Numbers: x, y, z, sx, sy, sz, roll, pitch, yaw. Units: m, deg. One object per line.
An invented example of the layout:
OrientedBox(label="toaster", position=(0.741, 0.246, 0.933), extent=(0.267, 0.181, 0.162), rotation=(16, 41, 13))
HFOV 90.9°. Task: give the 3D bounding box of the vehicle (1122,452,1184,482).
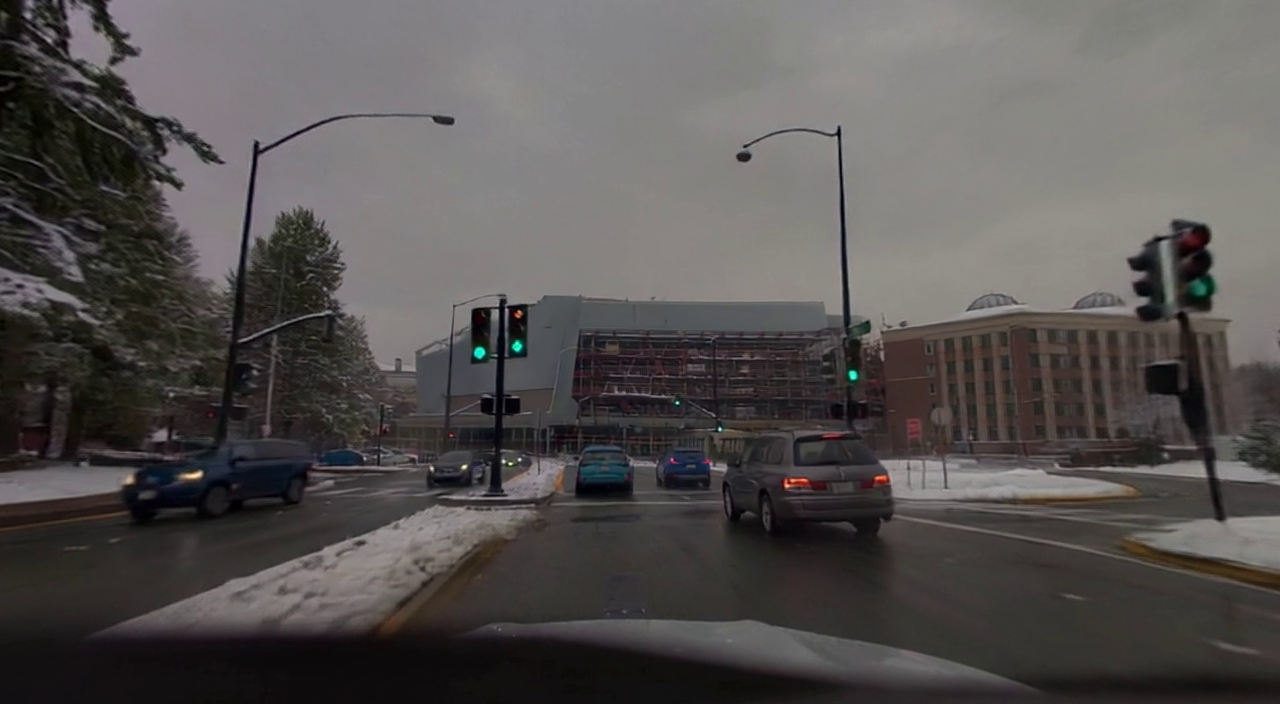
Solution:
OrientedBox(label="vehicle", position=(32.355, 7.238, 39.928), extent=(2.094, 1.750, 5.139), rotation=(-5, -10, 29))

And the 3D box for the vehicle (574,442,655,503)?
OrientedBox(label="vehicle", position=(-0.895, 3.587, 19.135), extent=(2.132, 1.632, 3.889), rotation=(1, -9, -7))

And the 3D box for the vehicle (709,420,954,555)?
OrientedBox(label="vehicle", position=(2.863, 2.197, 10.968), extent=(2.320, 1.772, 4.872), rotation=(1, -9, -6))

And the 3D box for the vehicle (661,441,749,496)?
OrientedBox(label="vehicle", position=(2.154, 4.051, 22.302), extent=(2.103, 1.710, 4.396), rotation=(1, -9, -7))

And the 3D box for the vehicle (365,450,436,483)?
OrientedBox(label="vehicle", position=(-11.456, 5.486, 30.522), extent=(2.013, 1.466, 4.430), rotation=(1, -9, -5))

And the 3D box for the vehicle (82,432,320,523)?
OrientedBox(label="vehicle", position=(-9.562, 2.762, 14.390), extent=(2.303, 1.692, 4.571), rotation=(0, -9, -4))

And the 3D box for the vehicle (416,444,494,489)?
OrientedBox(label="vehicle", position=(-7.373, 4.603, 25.567), extent=(2.092, 1.629, 4.133), rotation=(0, -9, -3))
